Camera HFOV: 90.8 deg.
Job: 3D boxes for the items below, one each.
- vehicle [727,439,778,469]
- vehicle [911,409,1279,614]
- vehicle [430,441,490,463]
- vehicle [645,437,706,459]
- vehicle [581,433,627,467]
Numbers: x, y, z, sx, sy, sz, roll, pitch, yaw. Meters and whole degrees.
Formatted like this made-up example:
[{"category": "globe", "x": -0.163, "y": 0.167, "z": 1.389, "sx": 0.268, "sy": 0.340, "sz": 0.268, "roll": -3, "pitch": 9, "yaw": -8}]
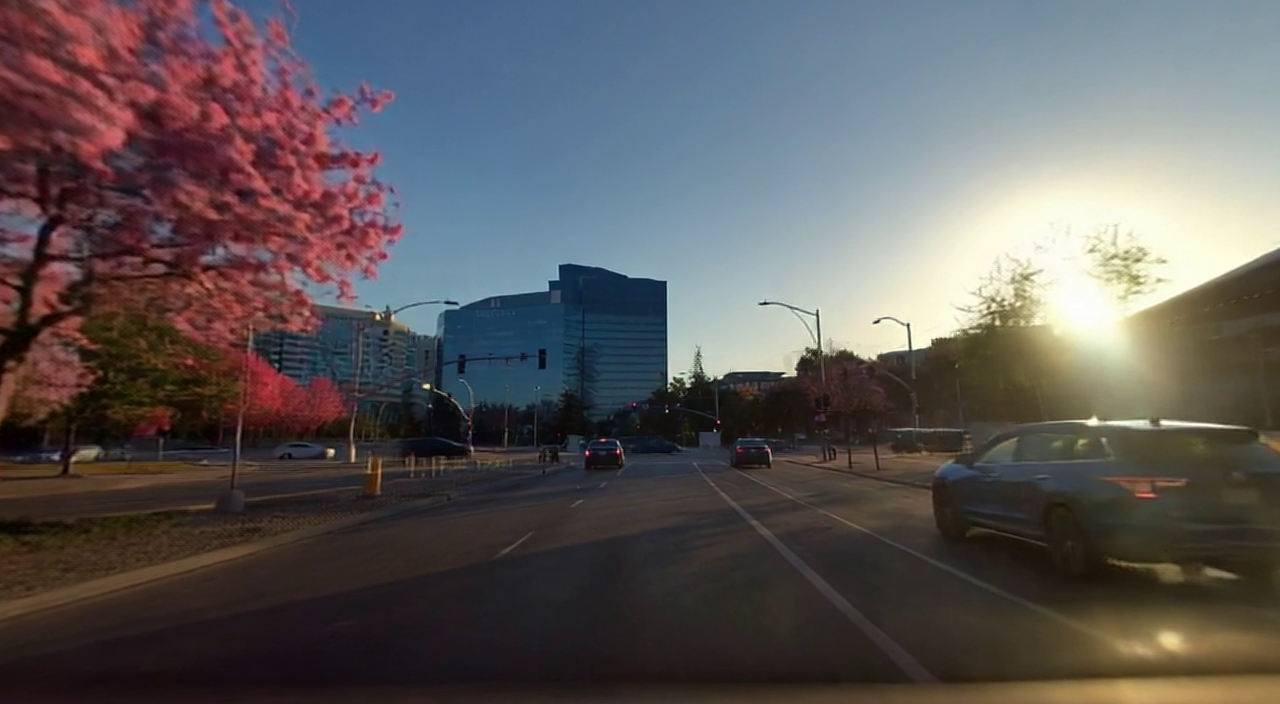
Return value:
[{"category": "vehicle", "x": 5.830, "y": 5.344, "z": 33.292, "sx": 2.007, "sy": 1.466, "sz": 4.291, "roll": -1, "pitch": -9, "yaw": 2}, {"category": "vehicle", "x": 4.898, "y": 1.513, "z": 6.904, "sx": 2.019, "sy": 1.518, "sz": 4.285, "roll": 0, "pitch": -9, "yaw": 1}, {"category": "vehicle", "x": -13.928, "y": 7.776, "z": 49.129, "sx": 4.089, "sy": 1.588, "sz": 1.808, "roll": -1, "pitch": -9, "yaw": 2}, {"category": "vehicle", "x": 2.664, "y": 7.311, "z": 48.059, "sx": 4.520, "sy": 1.640, "sz": 1.825, "roll": -1, "pitch": -9, "yaw": 3}, {"category": "vehicle", "x": -1.891, "y": 5.353, "z": 34.501, "sx": 1.995, "sy": 1.703, "sz": 4.367, "roll": -1, "pitch": -9, "yaw": 4}]
